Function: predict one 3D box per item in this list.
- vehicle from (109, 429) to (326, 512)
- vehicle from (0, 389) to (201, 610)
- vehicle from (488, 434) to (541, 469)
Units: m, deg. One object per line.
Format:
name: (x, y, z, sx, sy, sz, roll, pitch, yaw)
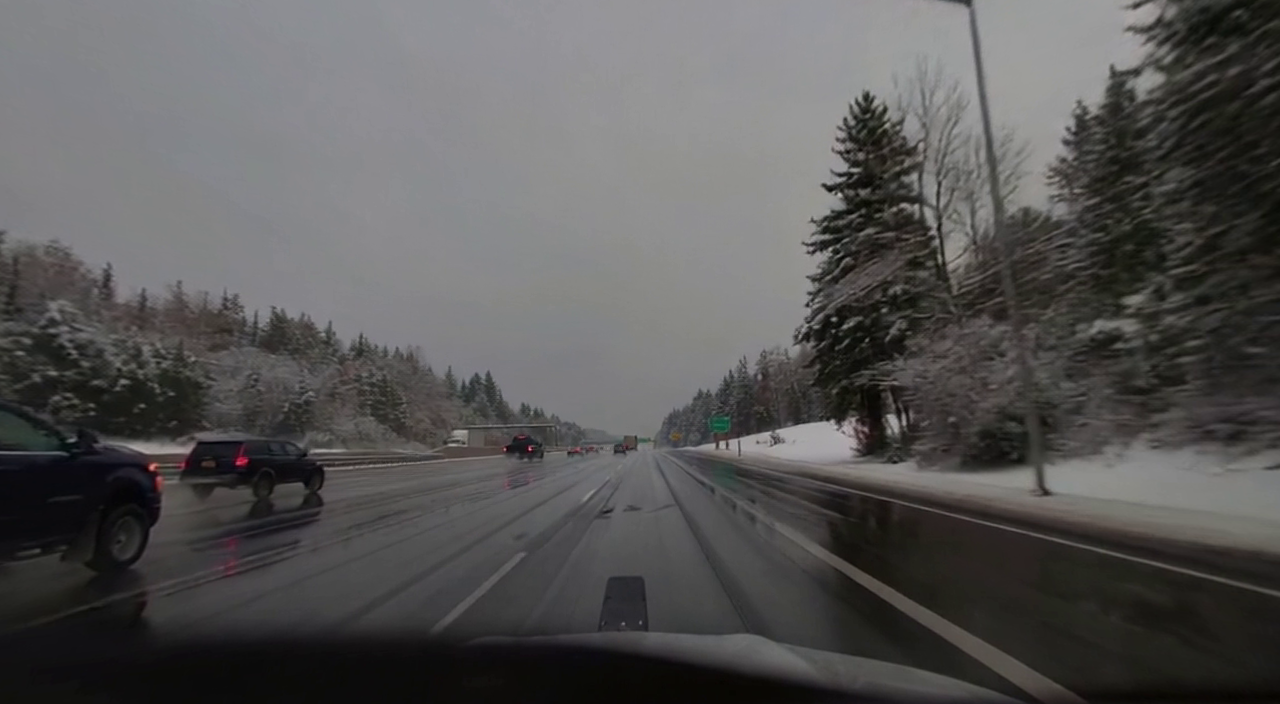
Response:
vehicle: (-9.811, 2.748, 15.215, 2.060, 1.662, 4.469, -1, -8, 1)
vehicle: (-6.397, 1.084, 4.224, 2.403, 1.773, 6.276, -1, -8, 0)
vehicle: (-6.749, 5.389, 34.410, 2.009, 1.735, 4.358, -1, -8, 0)
